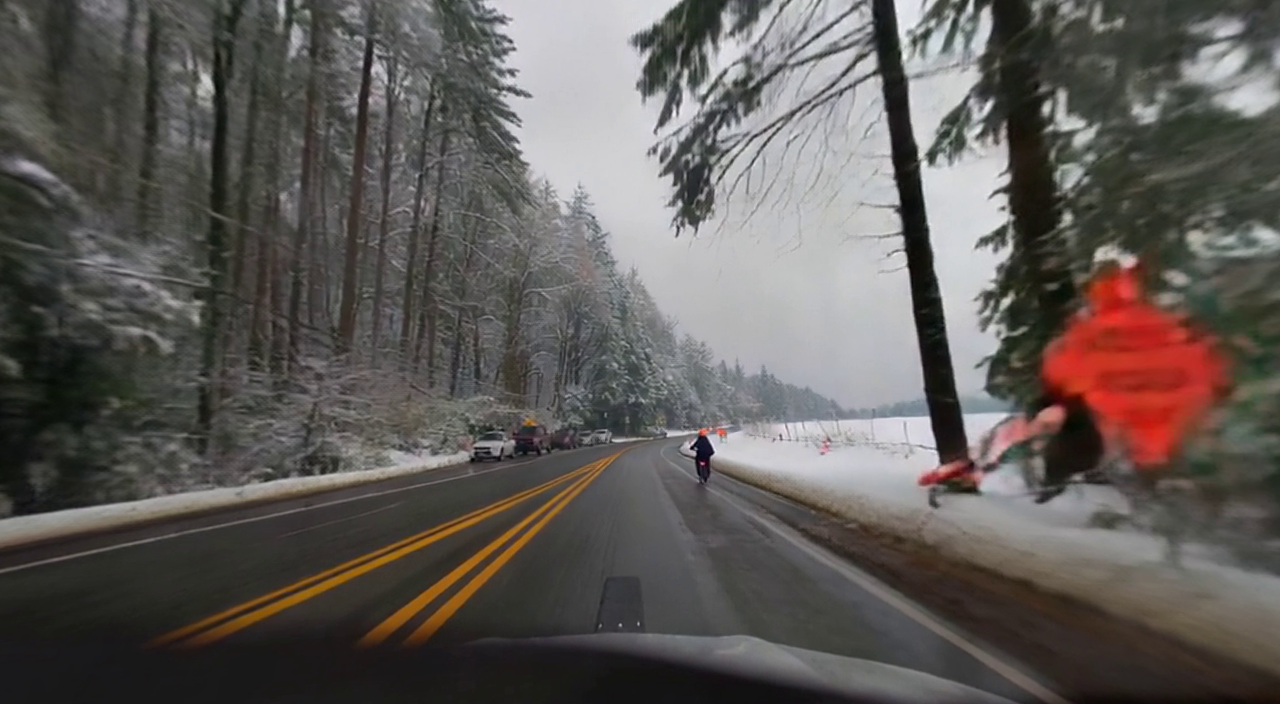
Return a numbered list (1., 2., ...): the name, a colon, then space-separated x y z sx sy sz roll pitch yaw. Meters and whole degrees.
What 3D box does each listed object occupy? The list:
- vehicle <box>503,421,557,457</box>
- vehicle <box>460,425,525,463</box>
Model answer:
1. vehicle: -7.090 5.688 41.231 2.312 2.075 5.748 -3 -9 2
2. vehicle: -7.686 4.837 33.360 1.991 1.759 4.443 -3 -8 5
